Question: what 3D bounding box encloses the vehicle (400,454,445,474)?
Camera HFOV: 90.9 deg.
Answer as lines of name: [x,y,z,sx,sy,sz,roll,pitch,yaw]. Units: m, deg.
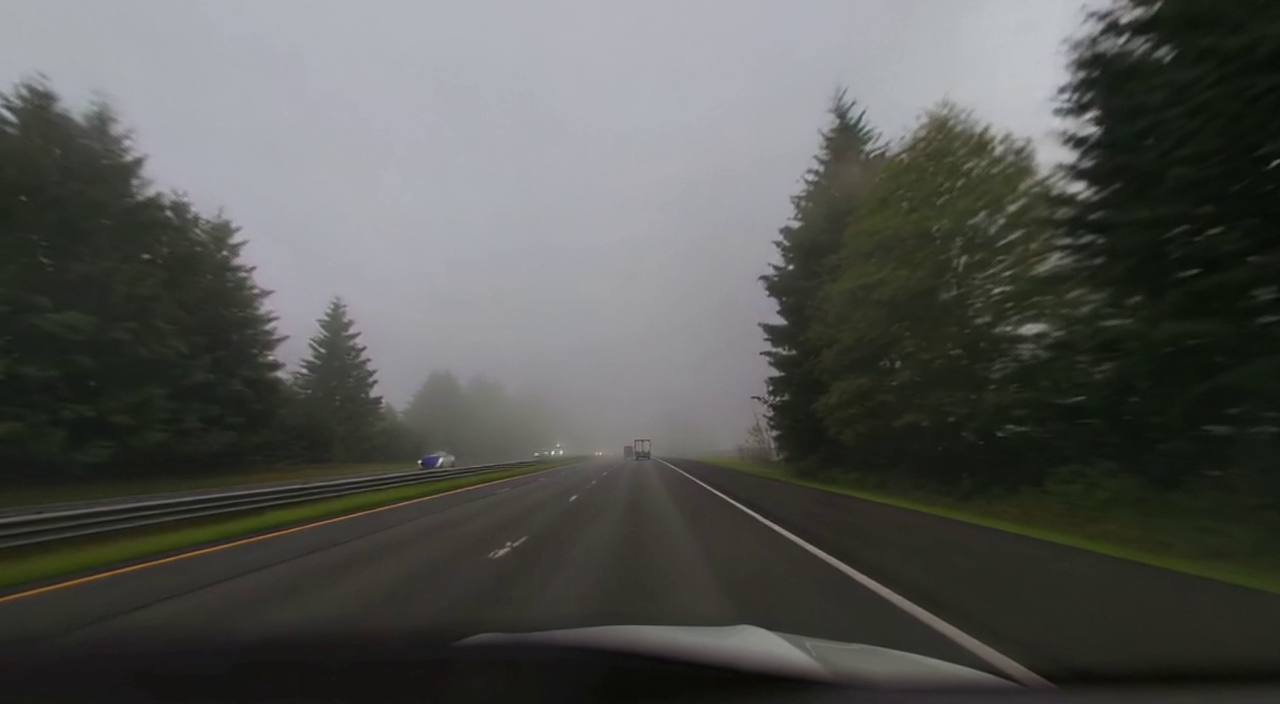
vehicle: [-16.266,8.387,47.332,1.855,1.450,4.087,0,-9,1]
